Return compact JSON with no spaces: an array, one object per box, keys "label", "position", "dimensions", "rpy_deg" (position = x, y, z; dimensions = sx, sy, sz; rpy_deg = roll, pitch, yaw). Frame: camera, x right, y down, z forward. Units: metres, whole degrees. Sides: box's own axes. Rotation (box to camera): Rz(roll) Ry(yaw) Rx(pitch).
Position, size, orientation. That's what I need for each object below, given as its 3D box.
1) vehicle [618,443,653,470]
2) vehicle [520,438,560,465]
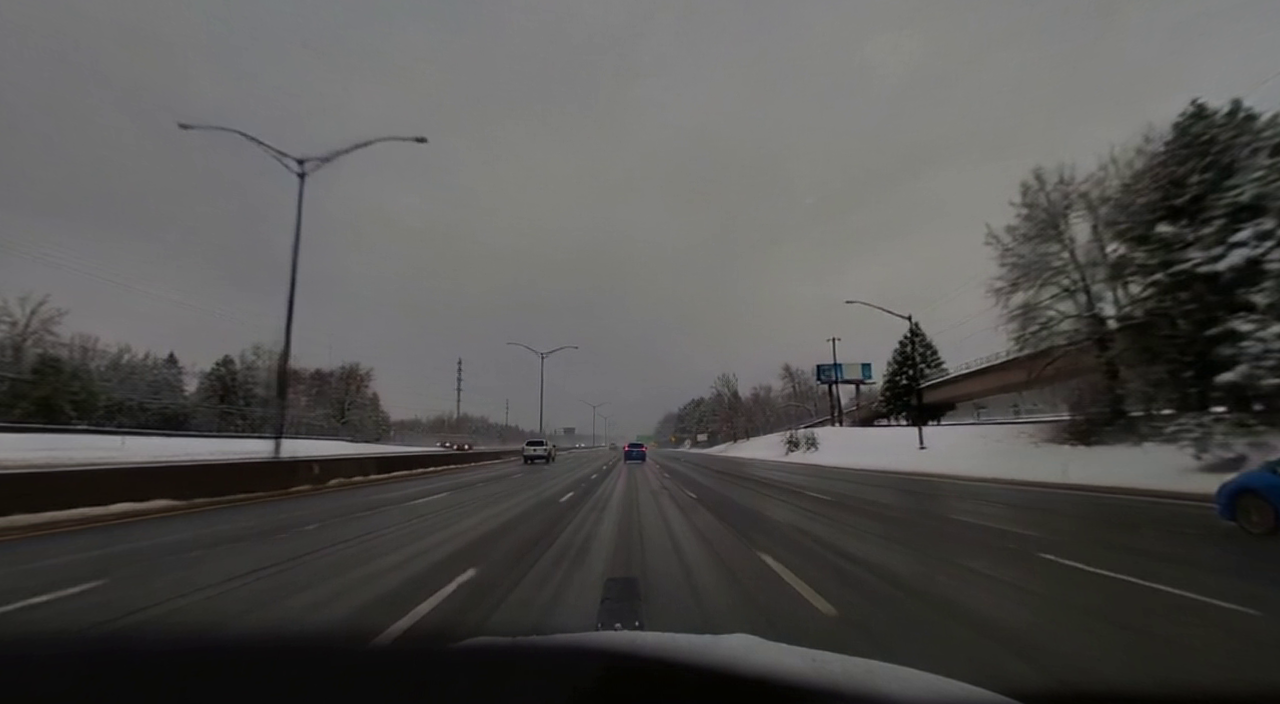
[{"label":"vehicle","position":[-0.289,6.474,39.227],"dimensions":[2.074,1.574,3.971],"rpy_deg":[0,-8,-1]},{"label":"vehicle","position":[-7.445,7.465,47.431],"dimensions":[2.177,1.929,4.706],"rpy_deg":[0,-8,1]}]
